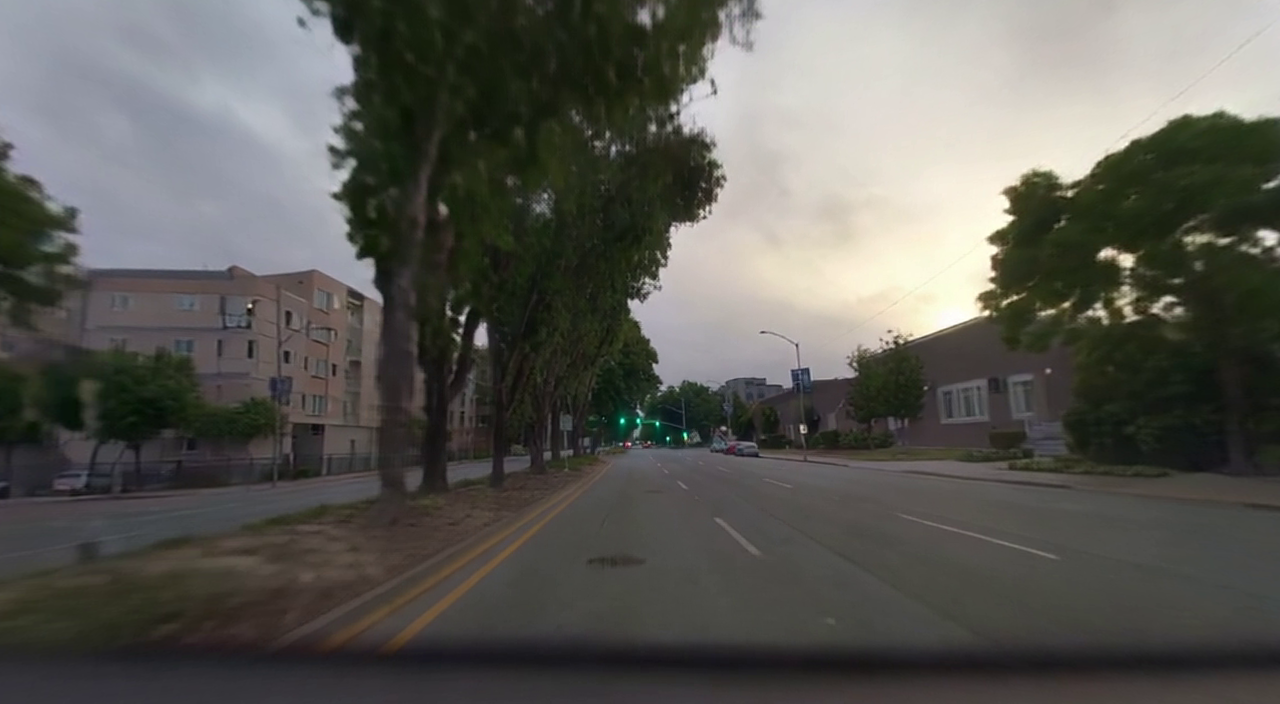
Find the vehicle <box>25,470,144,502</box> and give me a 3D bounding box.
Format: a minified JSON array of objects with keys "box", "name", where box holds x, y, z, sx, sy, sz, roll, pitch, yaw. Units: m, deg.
[{"box":[-32.359,7.802,37.046,1.807,1.568,4.997,-3,-9,12],"name":"vehicle"}]
